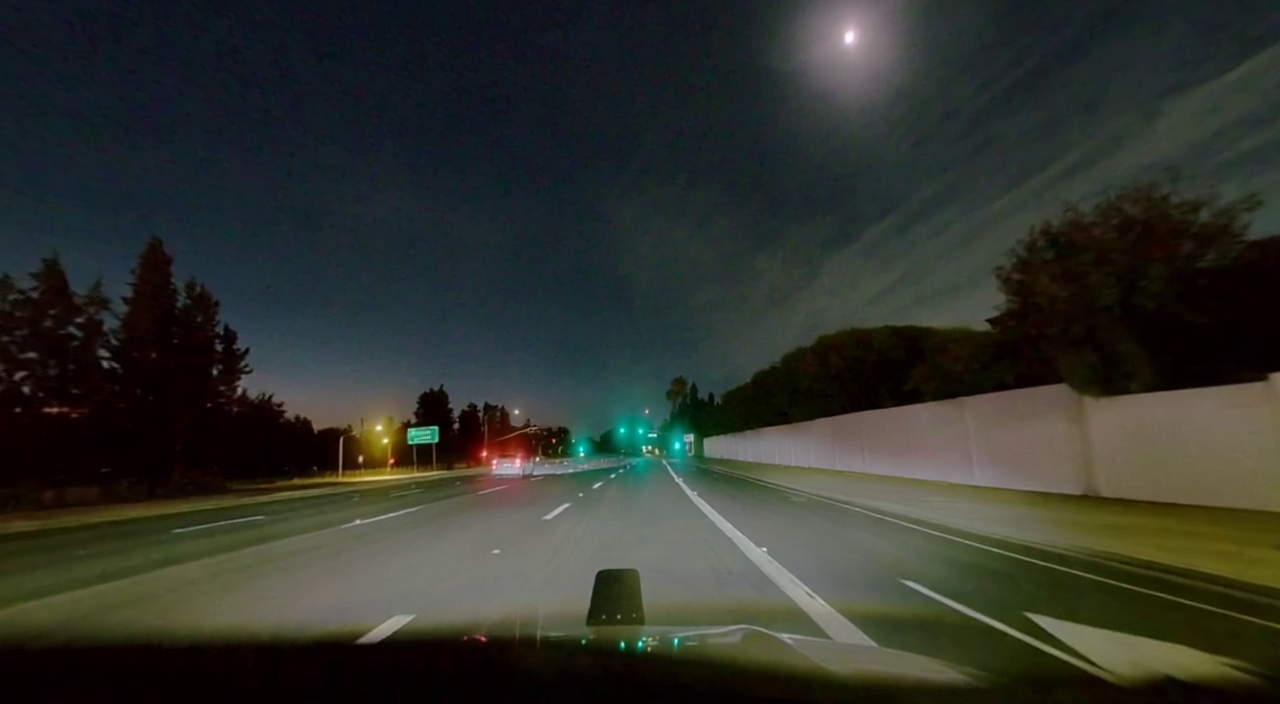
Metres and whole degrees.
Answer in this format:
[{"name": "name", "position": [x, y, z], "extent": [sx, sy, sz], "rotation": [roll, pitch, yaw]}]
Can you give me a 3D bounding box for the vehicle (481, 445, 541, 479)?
[{"name": "vehicle", "position": [-6.829, 5.895, 34.104], "extent": [2.115, 1.711, 4.722], "rotation": [0, -9, 2]}]
